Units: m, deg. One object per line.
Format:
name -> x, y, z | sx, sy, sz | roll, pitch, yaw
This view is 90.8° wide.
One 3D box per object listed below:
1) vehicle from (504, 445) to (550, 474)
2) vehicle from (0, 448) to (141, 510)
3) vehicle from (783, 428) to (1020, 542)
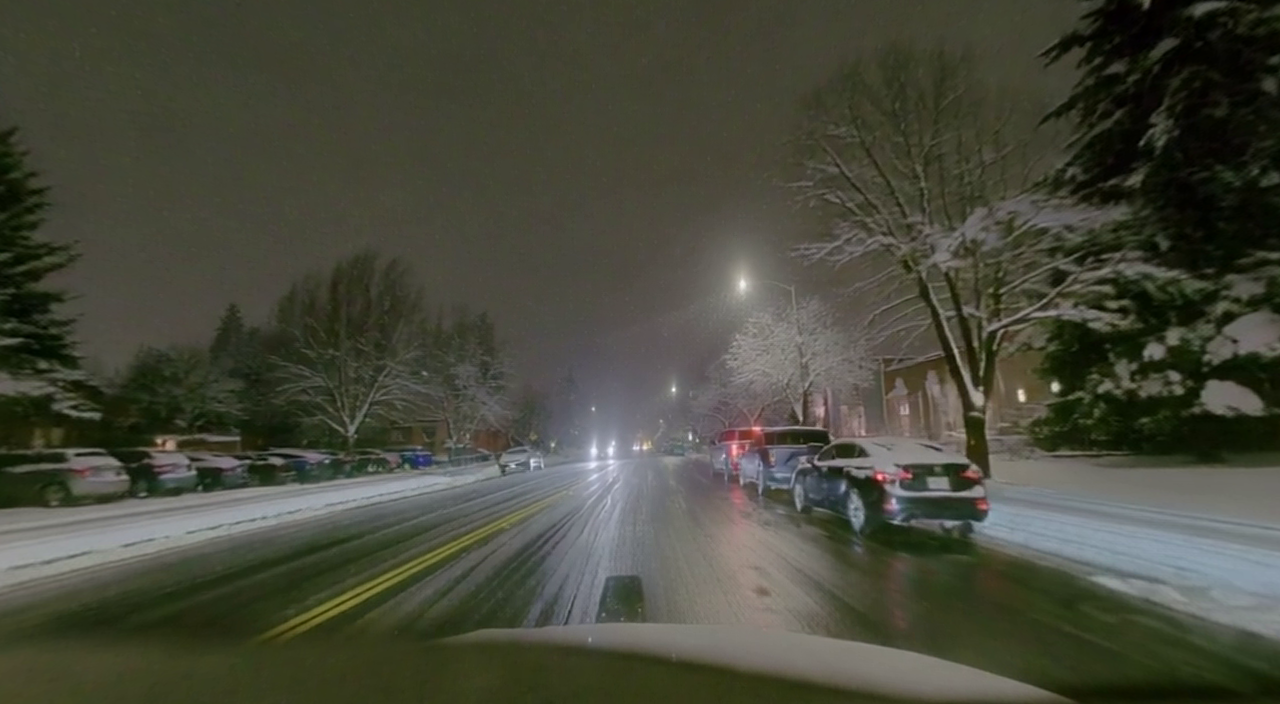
vehicle -> -6.627, 6.303, 37.370 | 1.928, 1.537, 4.439 | -2, -8, -1
vehicle -> -15.778, 3.291, 16.709 | 4.181, 1.467, 1.851 | -3, -9, 16
vehicle -> 4.202, 2.219, 11.353 | 1.952, 1.538, 5.215 | 0, -8, -1
